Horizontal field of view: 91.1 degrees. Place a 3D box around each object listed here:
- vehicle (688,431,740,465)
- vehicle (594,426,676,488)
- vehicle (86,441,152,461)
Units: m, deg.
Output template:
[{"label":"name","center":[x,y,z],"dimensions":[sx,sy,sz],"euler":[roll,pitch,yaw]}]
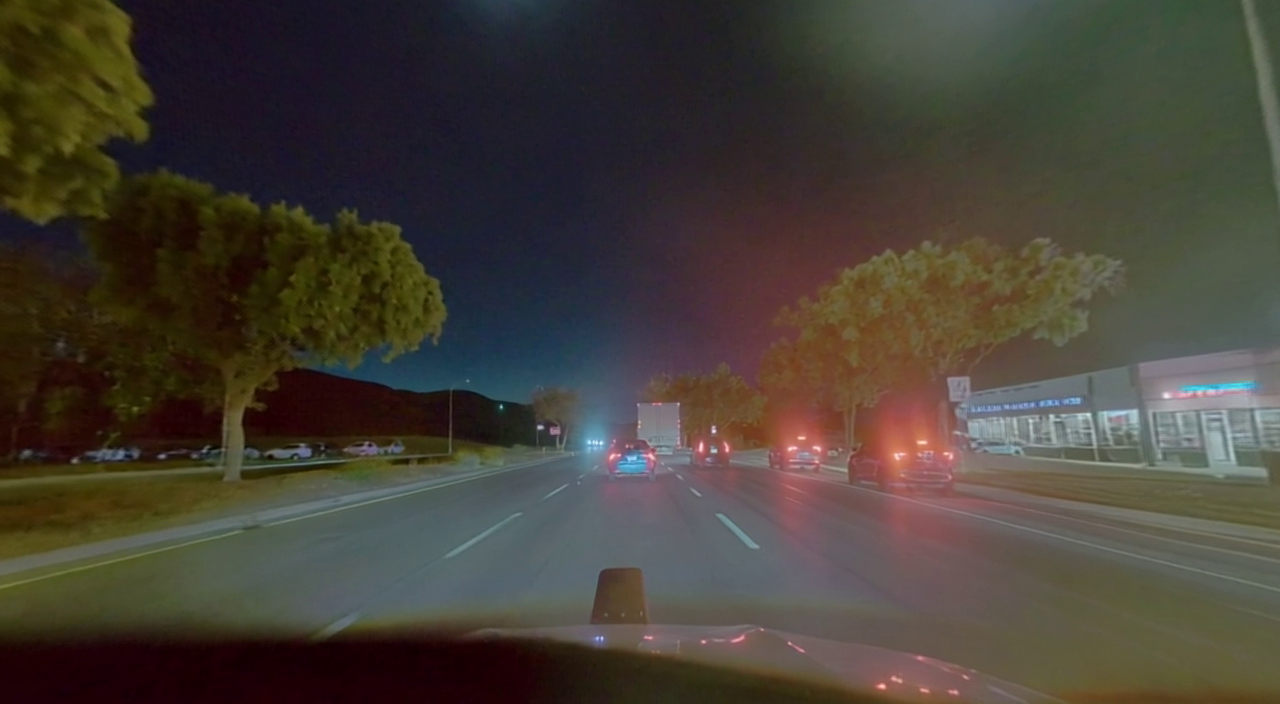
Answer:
[{"label":"vehicle","center":[3.695,4.918,32.284],"dimensions":[2.088,1.655,4.360],"euler":[0,-8,-1]},{"label":"vehicle","center":[-0.168,3.098,18.794],"dimensions":[2.193,1.651,3.946],"euler":[0,-8,-1]},{"label":"vehicle","center":[-36.681,6.989,44.264],"dimensions":[3.245,1.338,1.536],"euler":[4,-9,-26]}]
